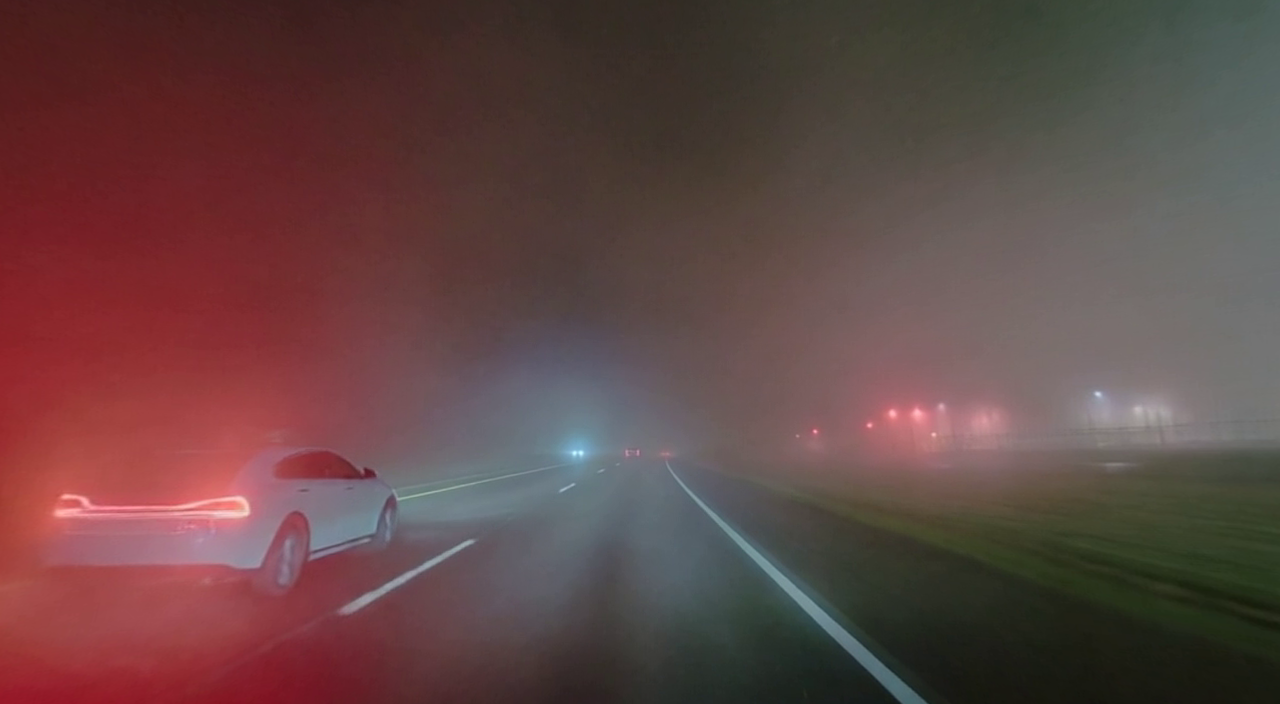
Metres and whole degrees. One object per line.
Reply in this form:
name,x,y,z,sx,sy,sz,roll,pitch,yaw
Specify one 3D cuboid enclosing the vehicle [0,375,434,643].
vehicle,-4.107,1.400,6.632,2.193,1.771,4.757,0,-9,1
